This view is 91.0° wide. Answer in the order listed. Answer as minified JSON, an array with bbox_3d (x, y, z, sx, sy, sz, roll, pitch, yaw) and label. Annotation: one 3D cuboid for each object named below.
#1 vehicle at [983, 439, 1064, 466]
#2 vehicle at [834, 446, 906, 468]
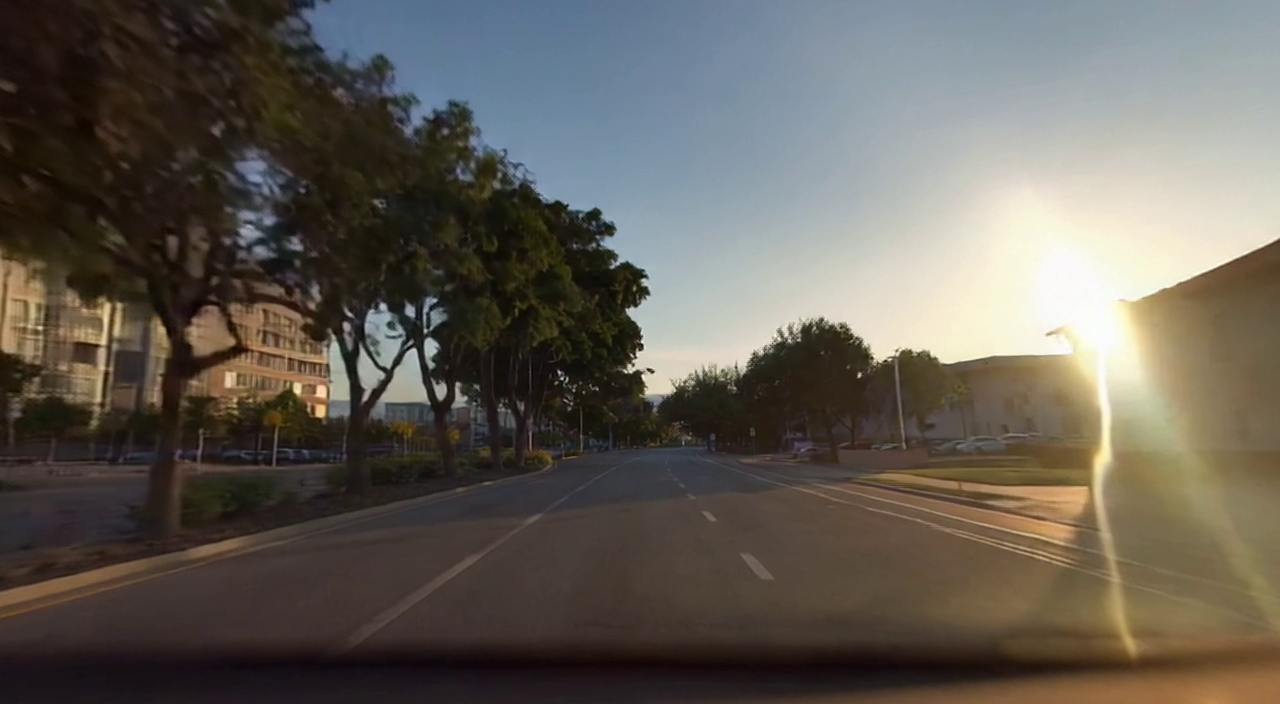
[{"bbox_3d":[28.491,7.487,46.824,4.627,1.659,1.882,-4,-7,3],"label":"vehicle"},{"bbox_3d":[16.196,7.386,44.484,4.331,1.469,2.008,-1,-9,4],"label":"vehicle"}]
